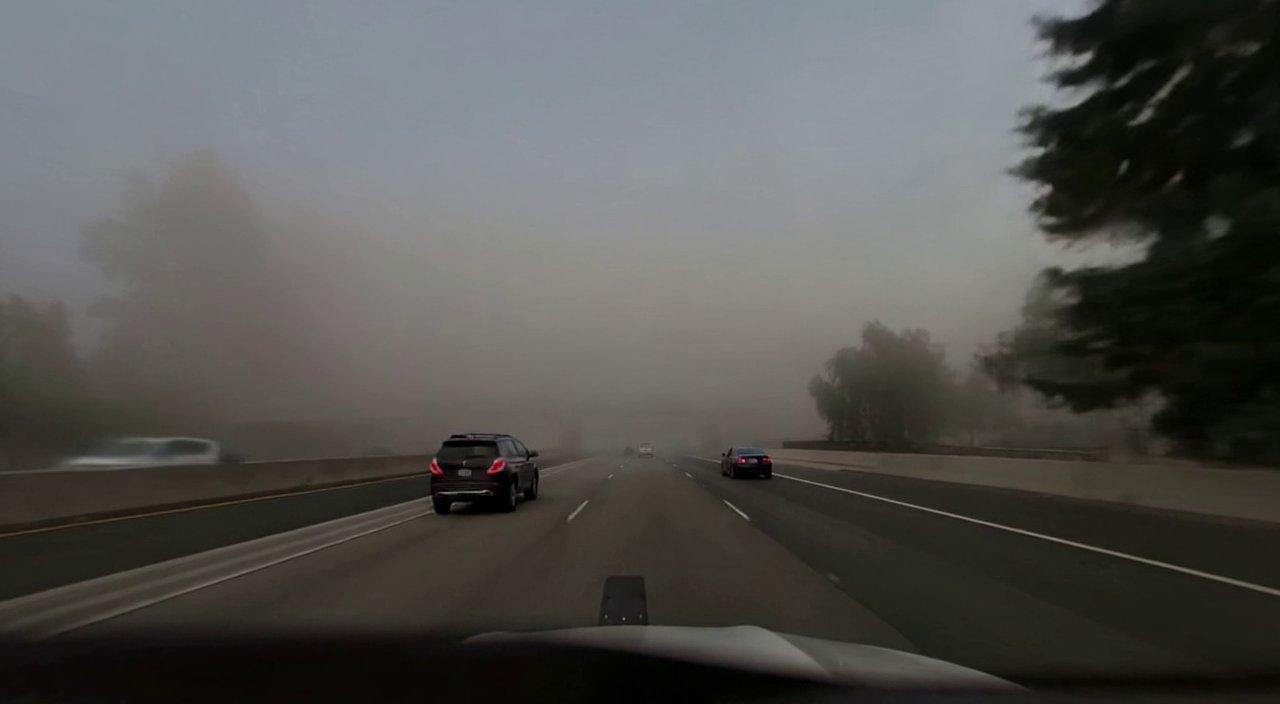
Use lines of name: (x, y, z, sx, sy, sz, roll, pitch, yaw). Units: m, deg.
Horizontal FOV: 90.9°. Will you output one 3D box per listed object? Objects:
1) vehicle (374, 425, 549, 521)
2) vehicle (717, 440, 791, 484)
vehicle: (-3.559, 2.537, 13.816, 2.259, 1.706, 4.924, 0, -8, 2)
vehicle: (4.168, 4.068, 23.701, 1.908, 1.483, 4.259, 0, -8, -1)
